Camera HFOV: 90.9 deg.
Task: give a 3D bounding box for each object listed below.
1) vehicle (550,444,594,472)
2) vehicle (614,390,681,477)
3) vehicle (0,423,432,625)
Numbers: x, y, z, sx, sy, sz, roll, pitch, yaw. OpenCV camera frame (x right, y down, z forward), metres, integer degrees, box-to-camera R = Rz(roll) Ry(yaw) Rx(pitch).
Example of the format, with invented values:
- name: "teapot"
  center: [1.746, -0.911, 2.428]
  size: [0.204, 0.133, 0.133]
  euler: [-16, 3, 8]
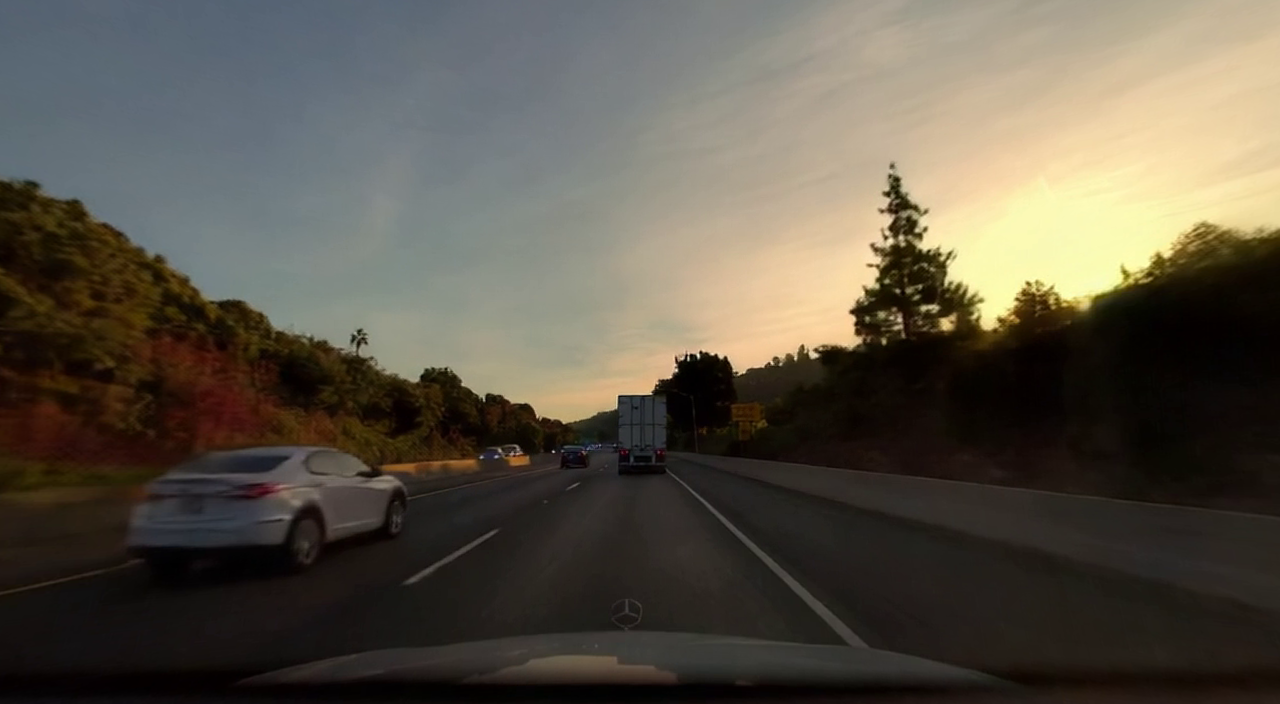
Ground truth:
- name: "vehicle"
  center: [-4.063, 6.415, 38.294]
  size: [2.074, 1.546, 4.946]
  euler: [0, -9, 0]
- name: "vehicle"
  center: [0.252, 4.396, 33.010]
  size: [2.959, 3.828, 9.617]
  euler: [0, -9, -1]
- name: "vehicle"
  center: [-4.316, 1.666, 7.145]
  size: [2.206, 1.478, 4.824]
  euler: [0, -9, 1]
